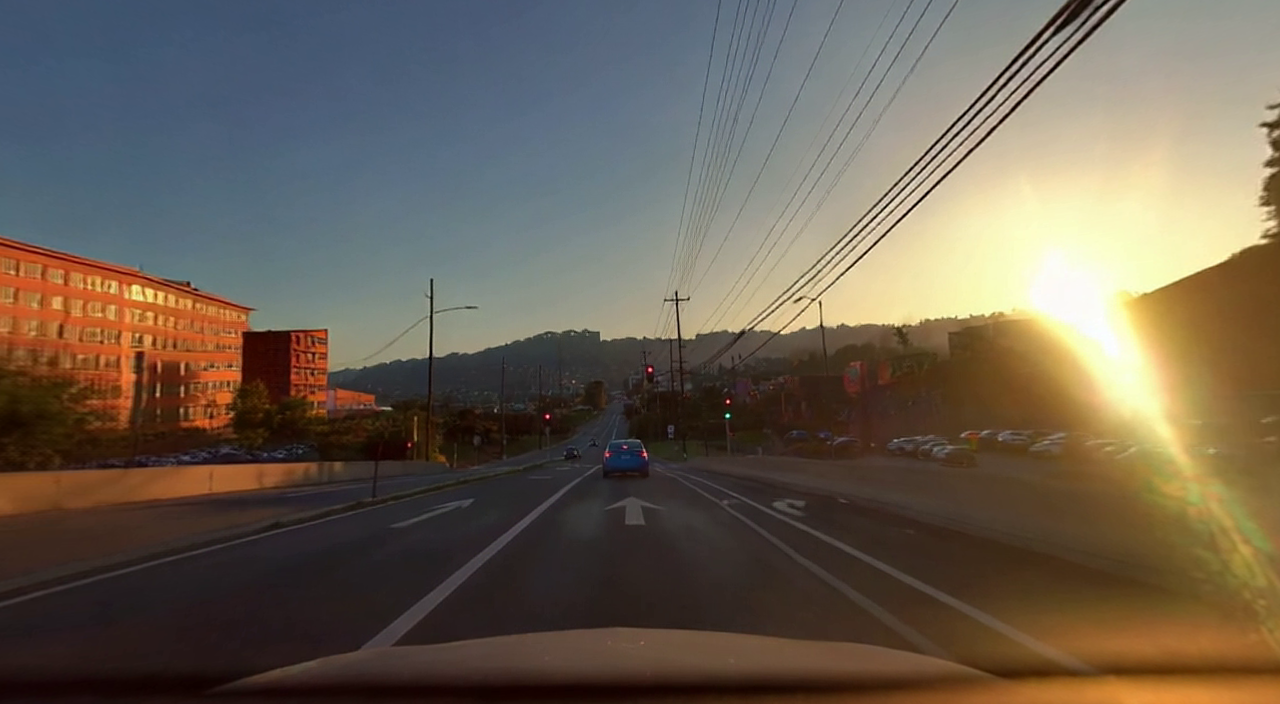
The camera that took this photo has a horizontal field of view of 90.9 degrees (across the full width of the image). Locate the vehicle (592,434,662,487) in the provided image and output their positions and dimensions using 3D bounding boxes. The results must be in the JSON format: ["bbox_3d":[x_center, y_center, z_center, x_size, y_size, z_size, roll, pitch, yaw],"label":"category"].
[{"bbox_3d":[-0.440,3.542,20.978,2.123,1.566,3.662,0,-8,-1],"label":"vehicle"}]
